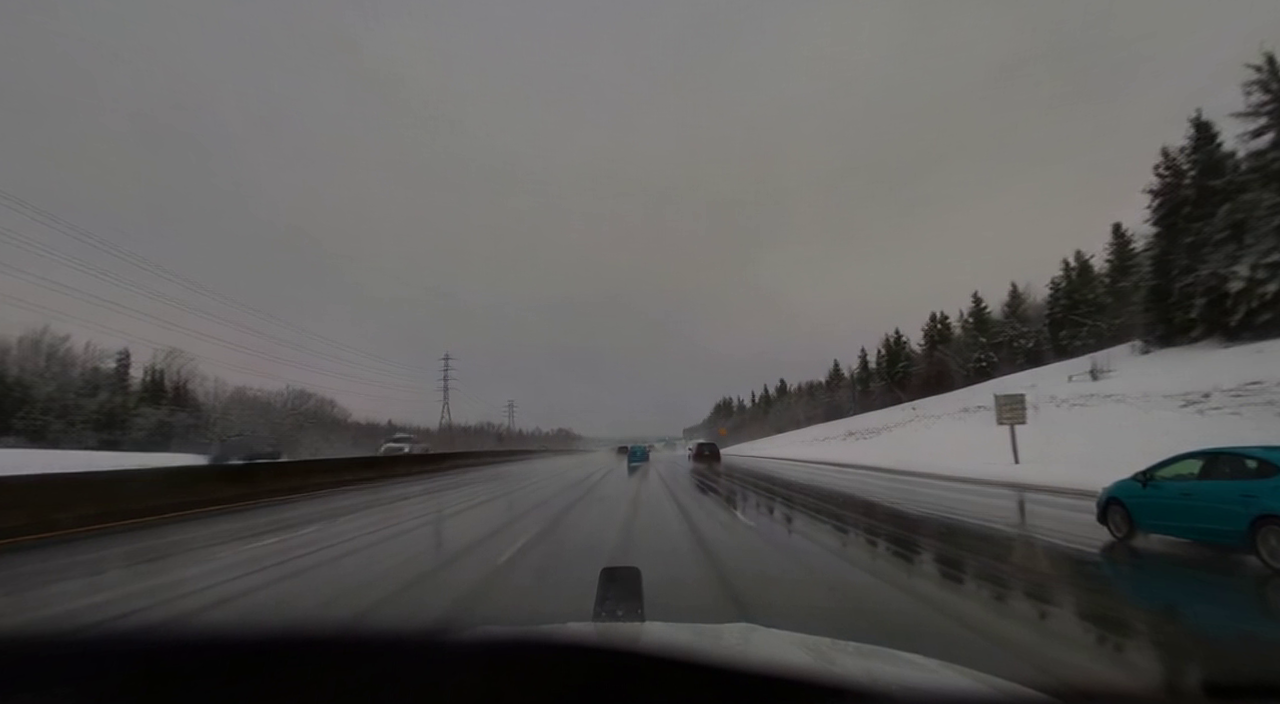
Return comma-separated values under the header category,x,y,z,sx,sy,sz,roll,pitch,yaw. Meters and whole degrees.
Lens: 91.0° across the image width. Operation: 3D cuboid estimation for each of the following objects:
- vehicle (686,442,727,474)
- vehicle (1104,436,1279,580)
category,x,y,z,sx,sy,sz,roll,pitch,yaw
vehicle,3.991,6.468,38.694,2.159,1.782,4.673,0,-9,2
vehicle,7.963,1.724,6.975,1.970,1.545,4.818,0,-9,0
